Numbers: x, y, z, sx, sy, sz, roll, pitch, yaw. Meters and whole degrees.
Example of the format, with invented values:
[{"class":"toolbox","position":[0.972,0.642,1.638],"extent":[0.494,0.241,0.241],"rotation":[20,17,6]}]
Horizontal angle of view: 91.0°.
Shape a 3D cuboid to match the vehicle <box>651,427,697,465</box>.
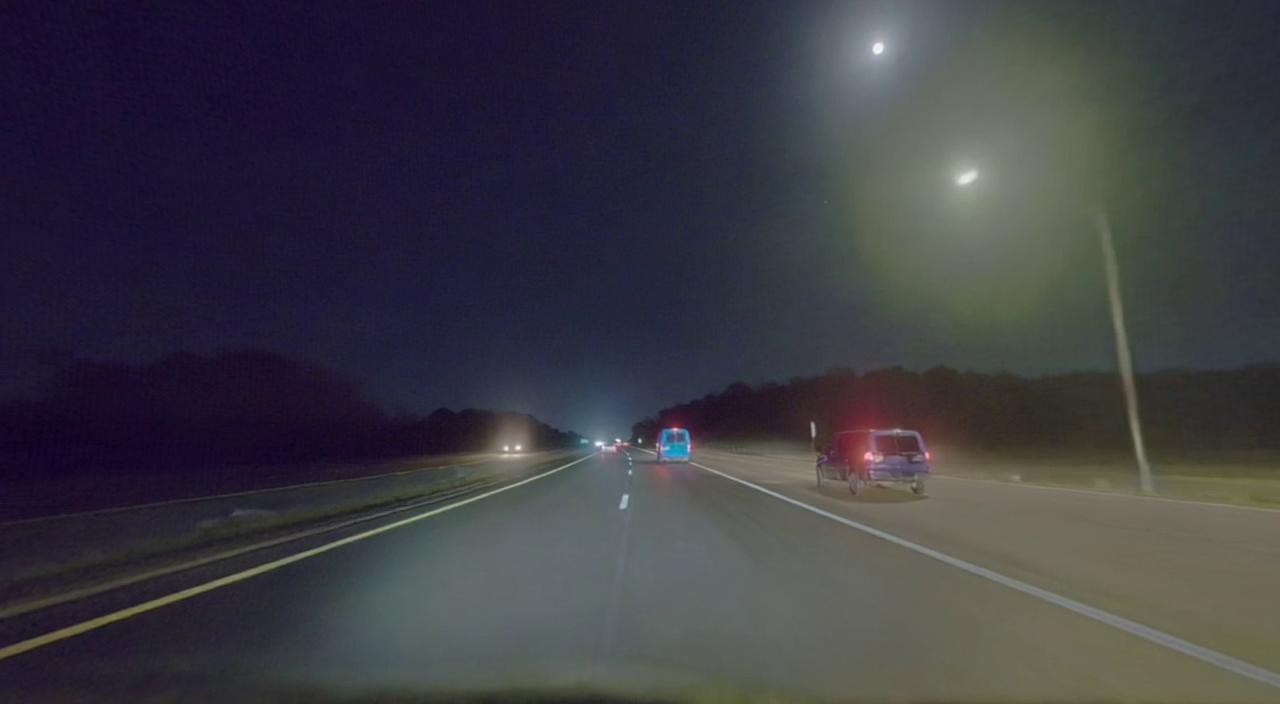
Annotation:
[{"class":"vehicle","position":[1.939,5.587,37.479],"extent":[2.269,2.048,4.679],"rotation":[0,-8,-2]}]
